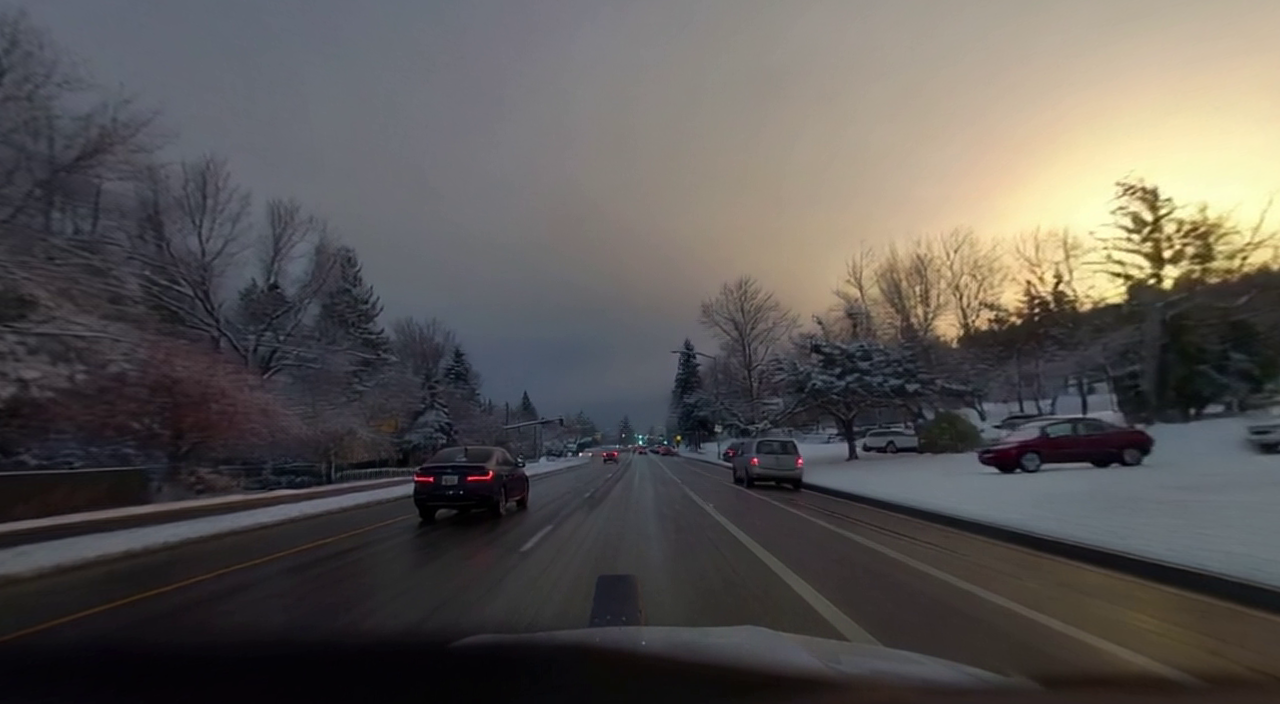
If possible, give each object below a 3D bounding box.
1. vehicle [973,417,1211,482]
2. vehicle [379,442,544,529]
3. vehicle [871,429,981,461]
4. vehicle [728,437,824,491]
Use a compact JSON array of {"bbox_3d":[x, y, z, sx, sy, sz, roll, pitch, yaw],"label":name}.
[{"bbox_3d":[11.778,2.561,16.675,4.766,1.585,2.020,0,-8,-2],"label":"vehicle"},{"bbox_3d":[-3.433,2.641,13.131,2.099,1.470,4.302,-1,-8,1],"label":"vehicle"},{"bbox_3d":[14.670,4.802,32.510,4.696,1.511,2.004,-1,-8,1],"label":"vehicle"},{"bbox_3d":[4.435,3.738,21.454,2.107,1.620,4.793,0,-8,-1],"label":"vehicle"}]
